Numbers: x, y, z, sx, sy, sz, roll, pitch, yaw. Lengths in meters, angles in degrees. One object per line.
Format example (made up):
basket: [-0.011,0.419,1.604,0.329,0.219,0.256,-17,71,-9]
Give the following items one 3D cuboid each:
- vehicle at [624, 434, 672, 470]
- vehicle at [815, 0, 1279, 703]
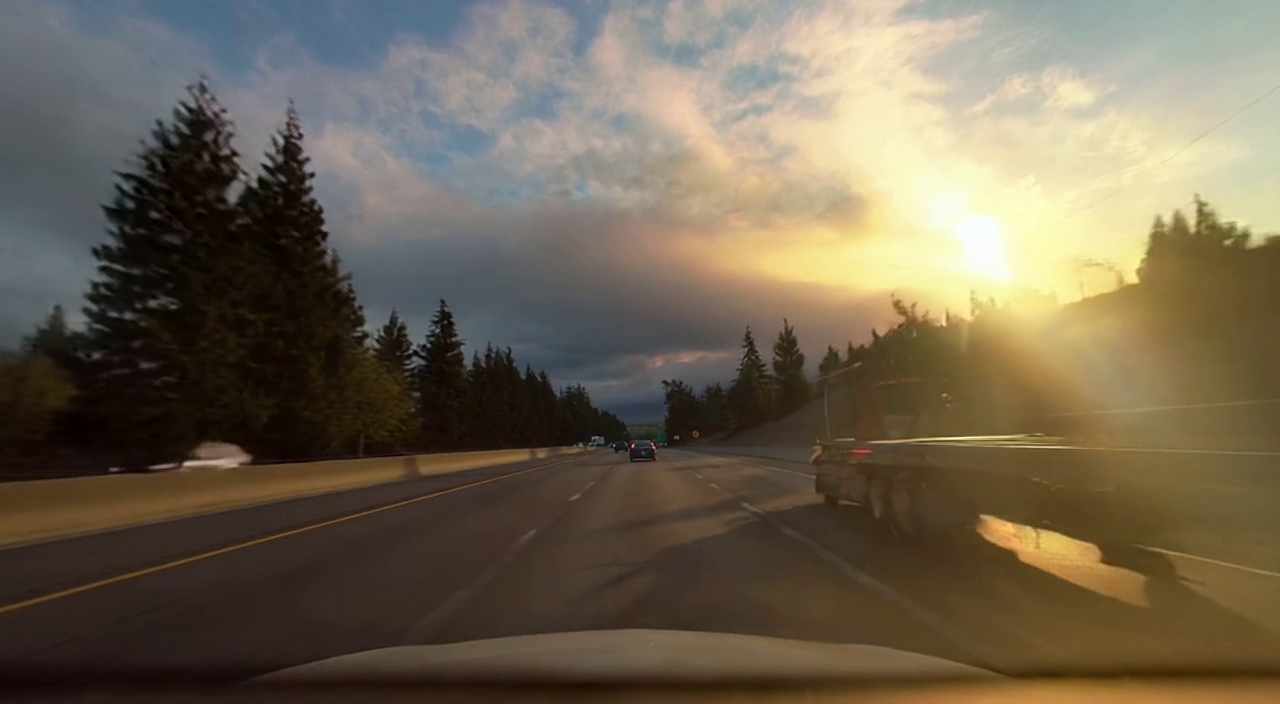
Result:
vehicle: [0.346,4.760,30.145,2.139,1.607,4.034,0,-8,0]
vehicle: [4.039,-0.508,1.635,3.005,4.131,14.221,0,-8,0]
